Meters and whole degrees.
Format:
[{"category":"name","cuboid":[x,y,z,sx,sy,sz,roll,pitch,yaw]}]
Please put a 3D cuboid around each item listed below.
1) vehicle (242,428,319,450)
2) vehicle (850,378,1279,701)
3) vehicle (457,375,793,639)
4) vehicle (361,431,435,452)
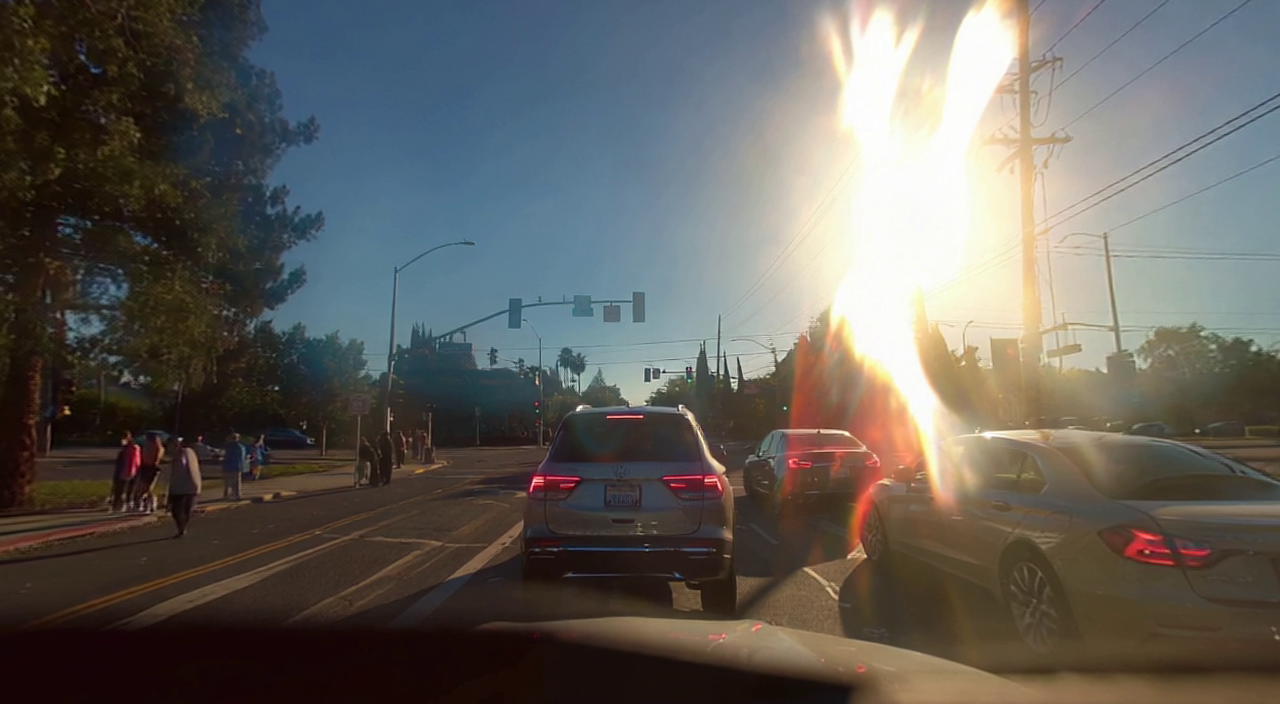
[{"category":"vehicle","cuboid":[-26.836,6.528,47.227,4.587,1.639,1.878,0,-8,1]},{"category":"vehicle","cuboid":[3.556,1.295,5.569,1.948,1.677,4.437,0,-8,1]},{"category":"vehicle","cuboid":[-0.150,1.370,6.592,2.271,1.786,4.443,0,-8,-1]},{"category":"vehicle","cuboid":[-17.744,6.559,46.375,4.607,1.478,1.995,0,-8,0]}]
